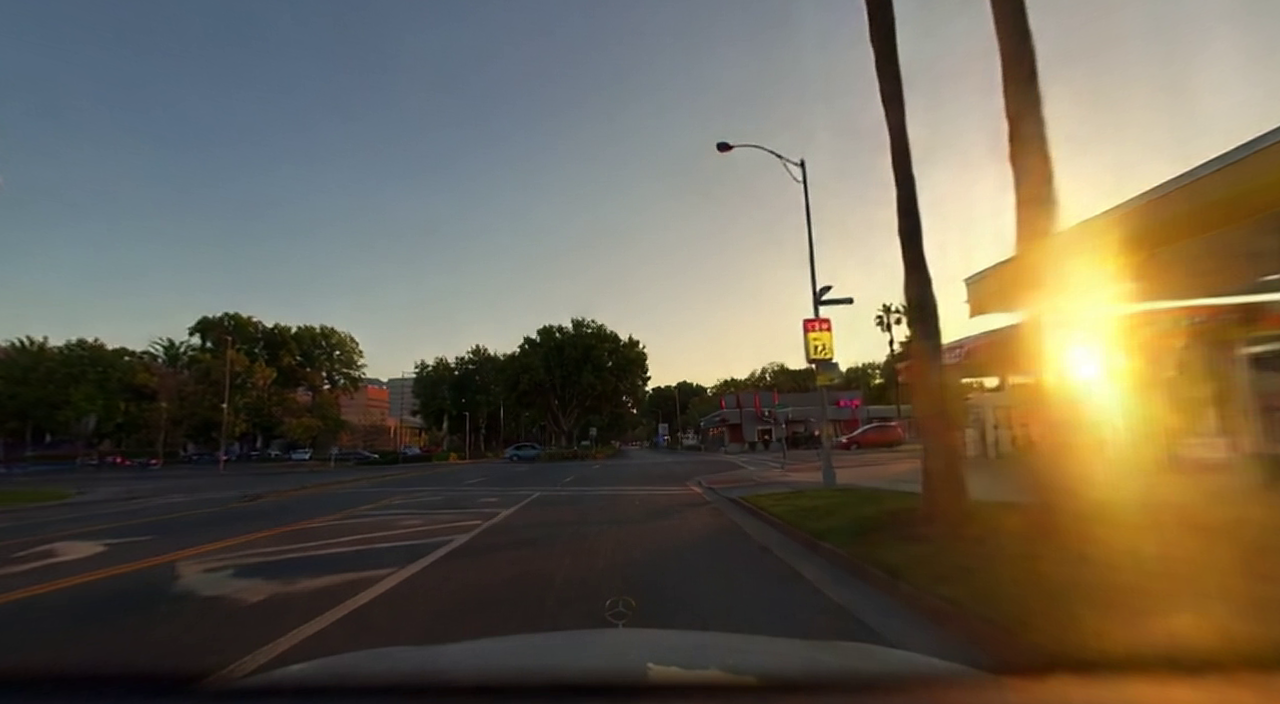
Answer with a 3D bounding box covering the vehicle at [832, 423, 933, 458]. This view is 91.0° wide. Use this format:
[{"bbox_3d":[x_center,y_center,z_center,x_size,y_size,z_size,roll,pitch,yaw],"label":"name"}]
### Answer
[{"bbox_3d":[13.160,4.840,34.369,4.640,1.800,2.026,0,-9,-2],"label":"vehicle"}]
